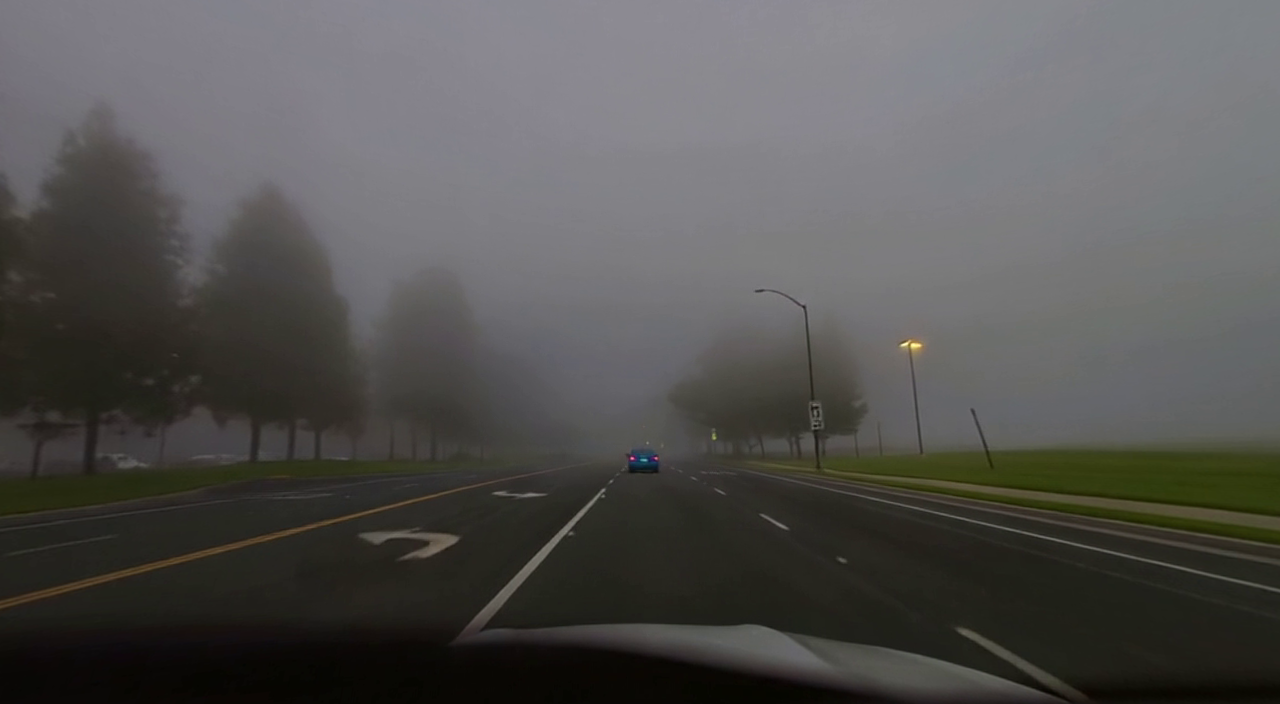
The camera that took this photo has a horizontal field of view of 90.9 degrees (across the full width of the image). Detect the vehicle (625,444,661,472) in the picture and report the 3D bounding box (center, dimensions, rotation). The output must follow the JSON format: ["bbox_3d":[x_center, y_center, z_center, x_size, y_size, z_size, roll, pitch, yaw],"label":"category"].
[{"bbox_3d":[0.105,6.095,36.657,1.978,1.499,3.915,0,-8,-1],"label":"vehicle"}]
